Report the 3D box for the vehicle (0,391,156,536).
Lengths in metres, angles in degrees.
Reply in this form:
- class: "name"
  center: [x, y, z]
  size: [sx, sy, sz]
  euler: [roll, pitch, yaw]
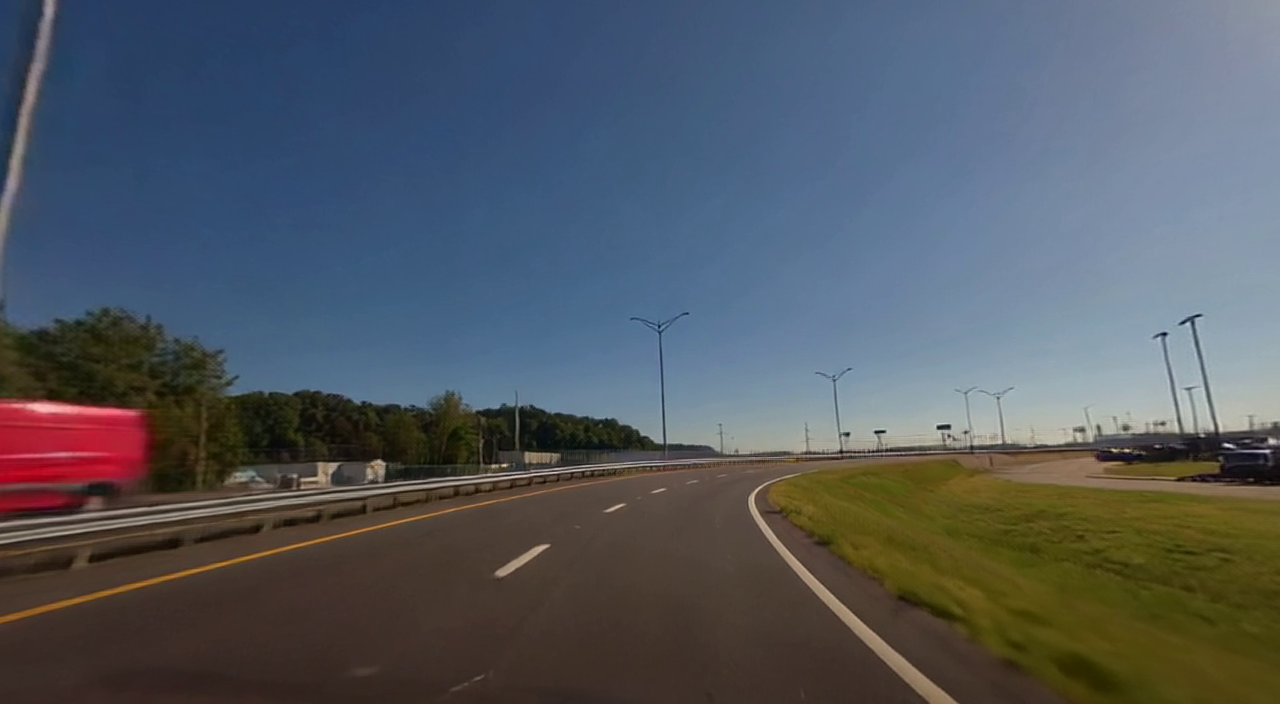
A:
- class: "vehicle"
  center: [-12.934, 2.100, 11.848]
  size: [2.396, 2.635, 5.921]
  euler: [-1, -9, 5]
